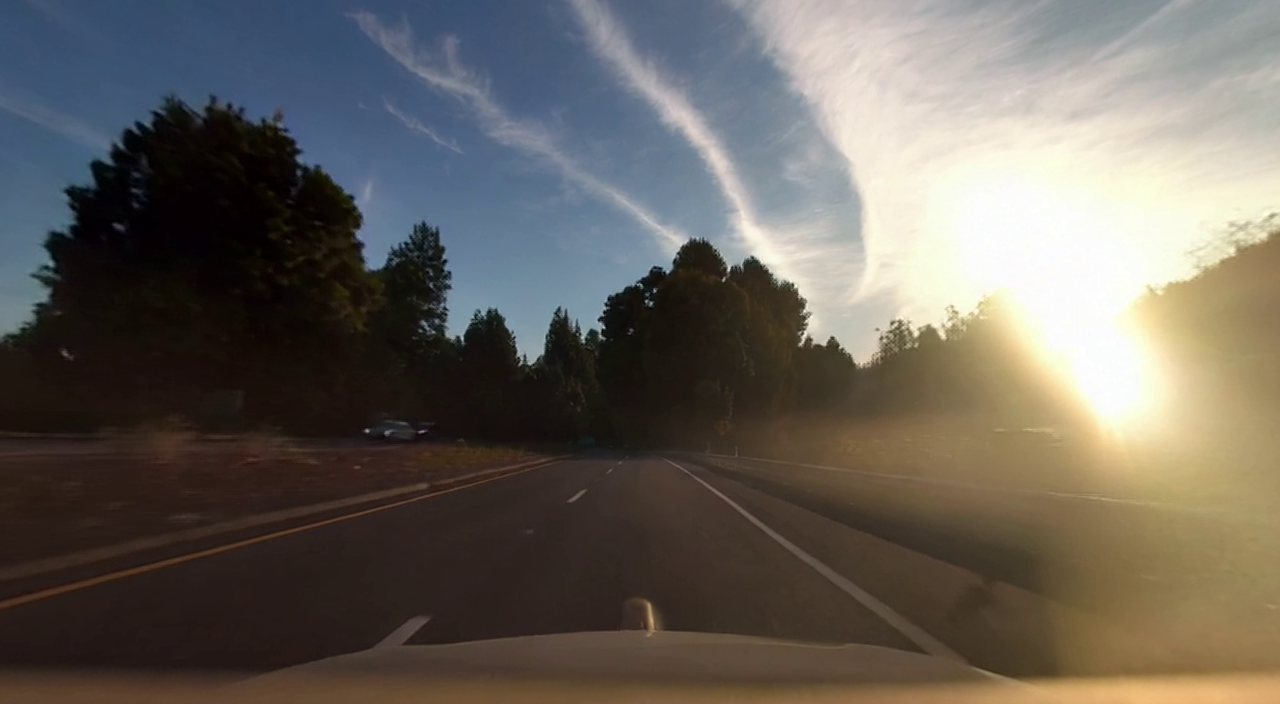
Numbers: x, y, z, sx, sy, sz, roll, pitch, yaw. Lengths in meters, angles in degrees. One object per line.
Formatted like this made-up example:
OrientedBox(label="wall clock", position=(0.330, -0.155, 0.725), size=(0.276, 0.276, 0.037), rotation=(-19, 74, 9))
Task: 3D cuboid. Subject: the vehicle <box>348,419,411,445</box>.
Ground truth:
OrientedBox(label="vehicle", position=(-18.204, 5.696, 44.164), size=(2.039, 1.677, 5.323), rotation=(0, -9, 1))
